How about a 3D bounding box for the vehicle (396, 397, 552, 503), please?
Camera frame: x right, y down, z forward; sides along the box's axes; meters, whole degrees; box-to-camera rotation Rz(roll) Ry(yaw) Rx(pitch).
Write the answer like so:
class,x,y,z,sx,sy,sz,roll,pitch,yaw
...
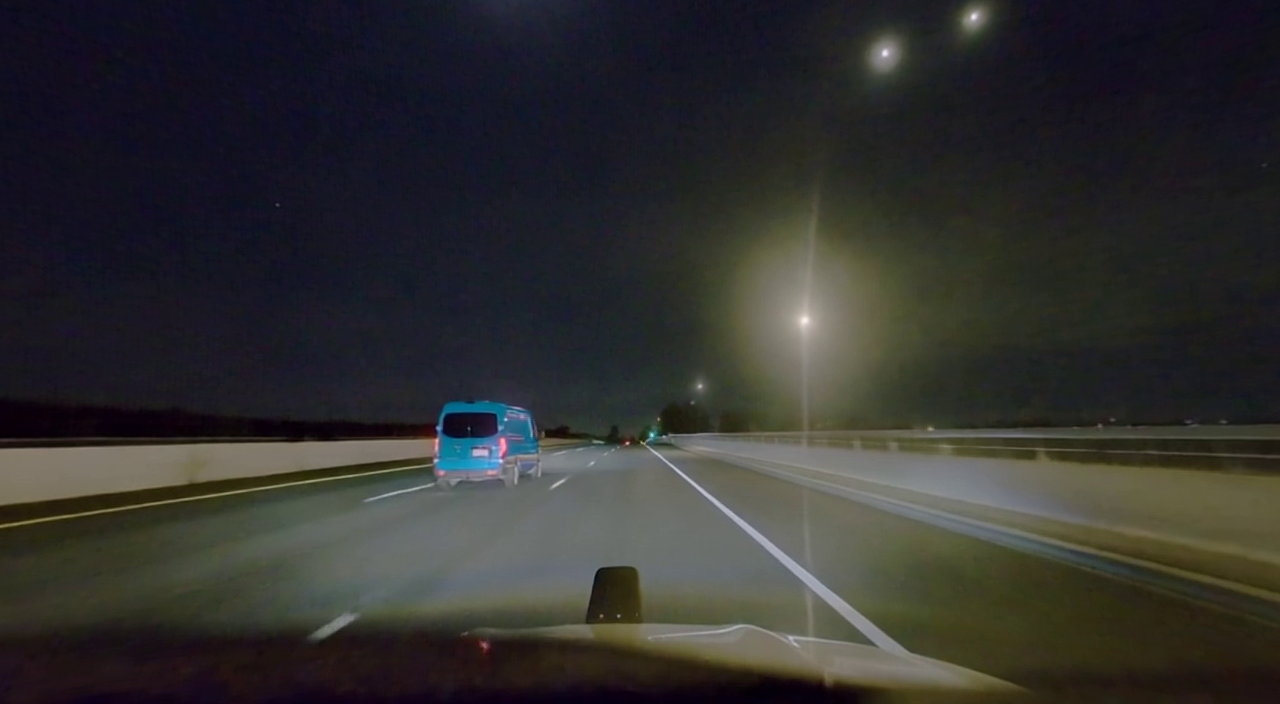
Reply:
class,x,y,z,sx,sy,sz,roll,pitch,yaw
vehicle,-3.575,2.229,14.704,2.309,2.053,4.884,0,-8,0
